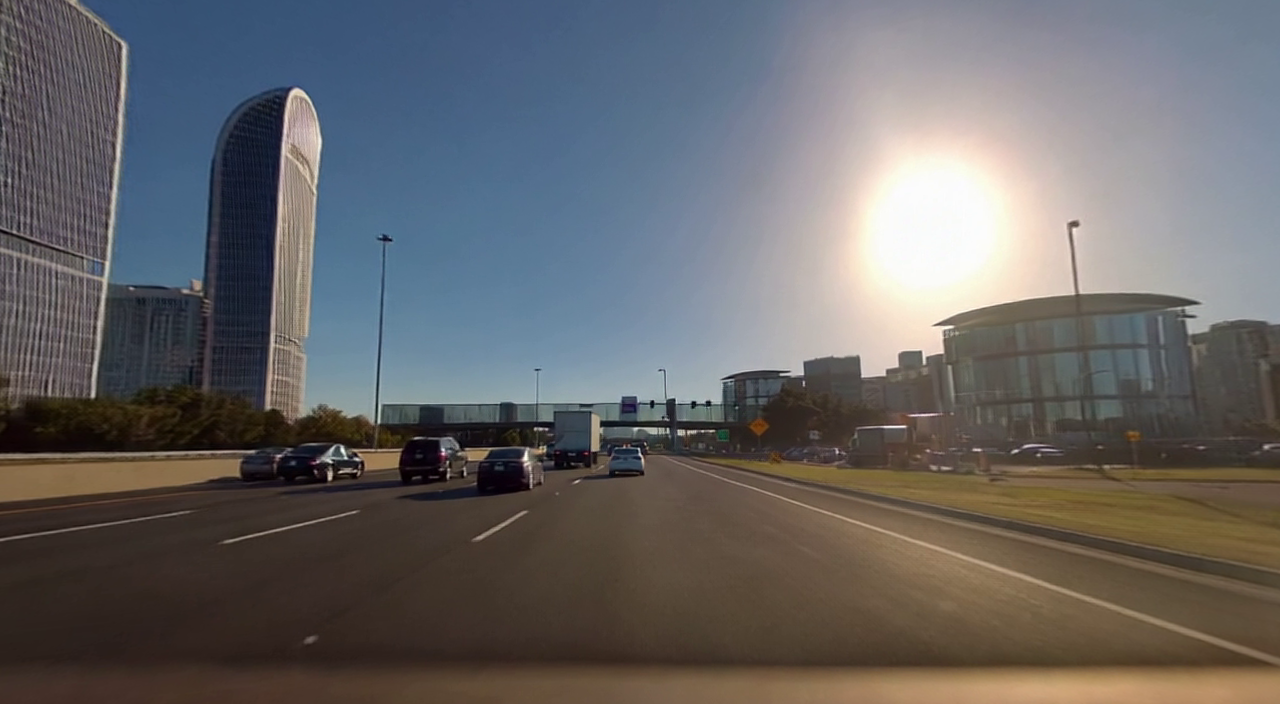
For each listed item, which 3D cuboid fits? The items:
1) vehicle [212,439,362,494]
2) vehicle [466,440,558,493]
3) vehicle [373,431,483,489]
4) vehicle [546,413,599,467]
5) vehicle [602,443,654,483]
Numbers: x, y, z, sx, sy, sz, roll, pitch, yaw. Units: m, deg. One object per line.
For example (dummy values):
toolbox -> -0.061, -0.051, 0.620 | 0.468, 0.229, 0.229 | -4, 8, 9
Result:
vehicle -> -10.913, 3.564, 19.970 | 1.987, 1.495, 4.710 | 0, -9, 1
vehicle -> -4.036, 3.671, 20.565 | 2.016, 1.497, 4.235 | 0, -9, 1
vehicle -> -7.392, 3.815, 22.576 | 2.190, 1.821, 4.800 | 0, -9, 1
vehicle -> -4.440, 6.069, 43.138 | 2.955, 3.359, 8.322 | 1, -9, -2
vehicle -> -0.464, 4.520, 25.939 | 1.991, 1.488, 3.922 | 0, -9, 0
